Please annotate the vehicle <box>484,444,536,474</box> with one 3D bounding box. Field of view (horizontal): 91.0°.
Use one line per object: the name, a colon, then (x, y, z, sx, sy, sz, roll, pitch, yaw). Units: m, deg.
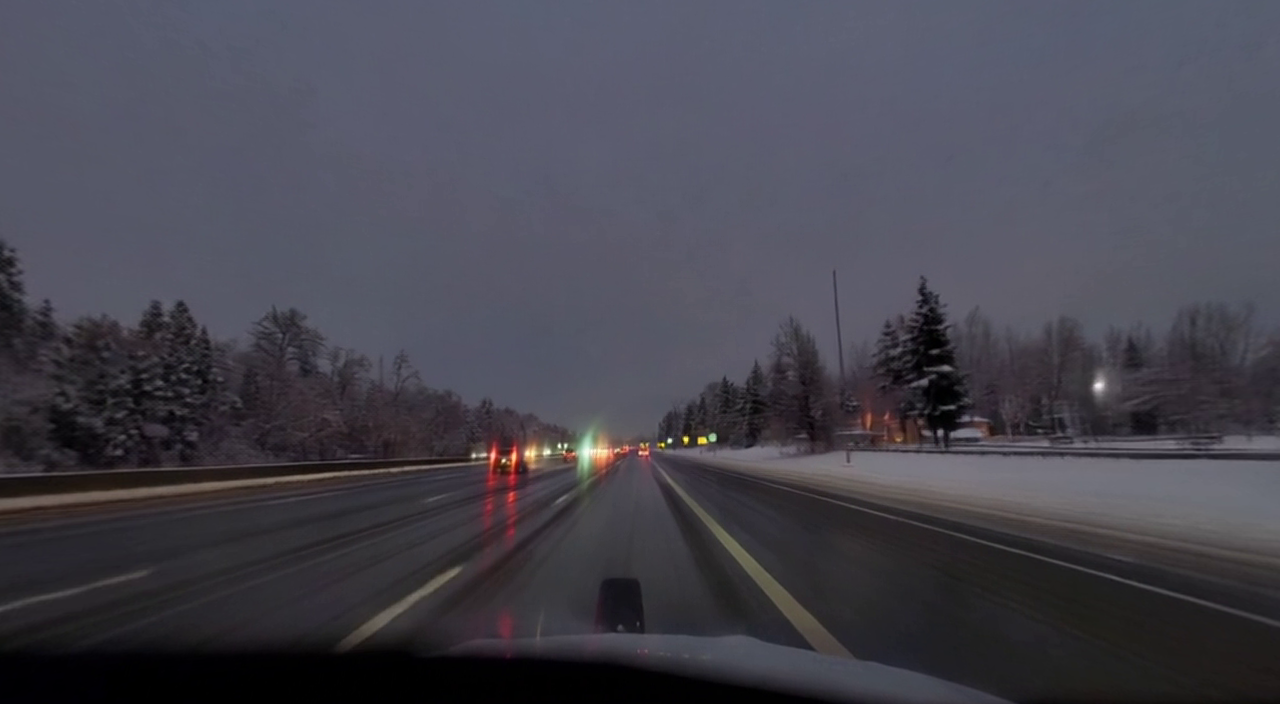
vehicle: (-7.120, 5.903, 34.934, 1.985, 1.513, 4.172, 0, -9, 1)
